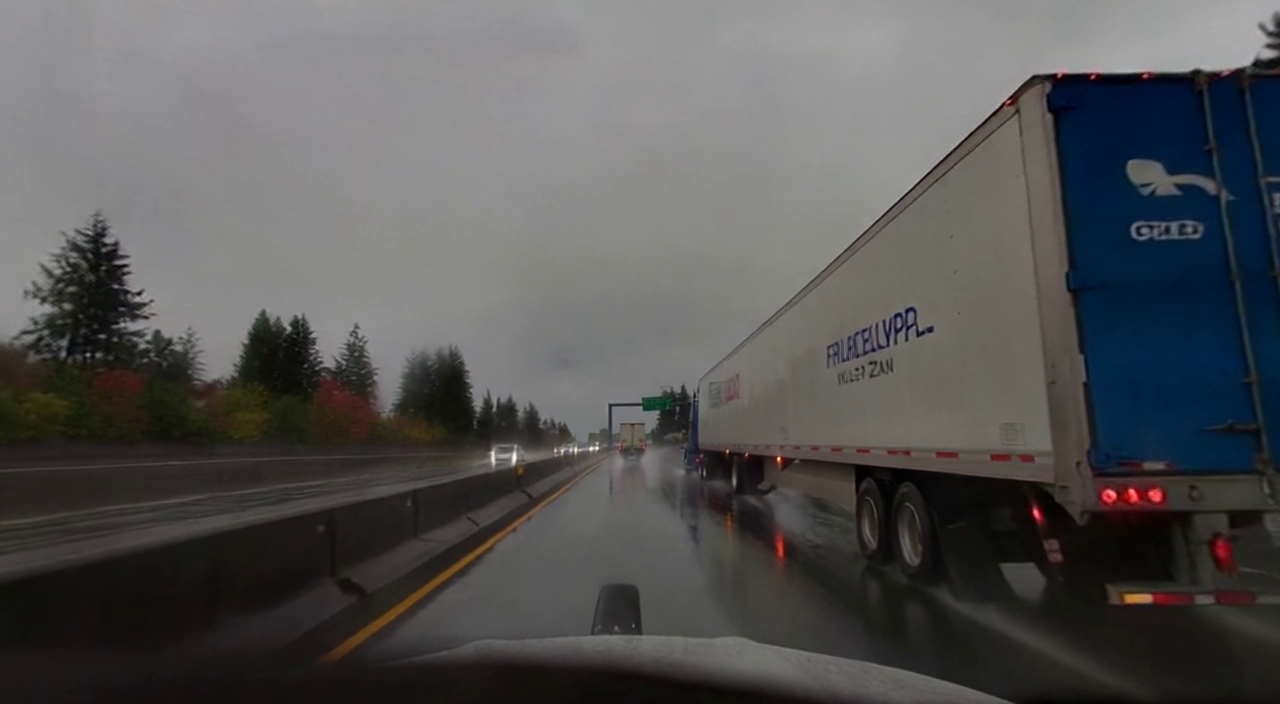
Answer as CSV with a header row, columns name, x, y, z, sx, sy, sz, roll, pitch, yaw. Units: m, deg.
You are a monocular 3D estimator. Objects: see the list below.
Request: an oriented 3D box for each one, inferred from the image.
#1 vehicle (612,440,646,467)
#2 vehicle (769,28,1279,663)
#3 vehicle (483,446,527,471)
name,x,y,z,sx,sy,sz,roll,pitch,yaw
vehicle,-0.662,6.023,37.487,1.943,1.491,3.459,0,-8,-2
vehicle,4.244,0.439,8.518,2.853,4.086,9.078,0,-8,-1
vehicle,-8.842,6.990,41.656,1.986,1.522,4.181,-1,-8,0
